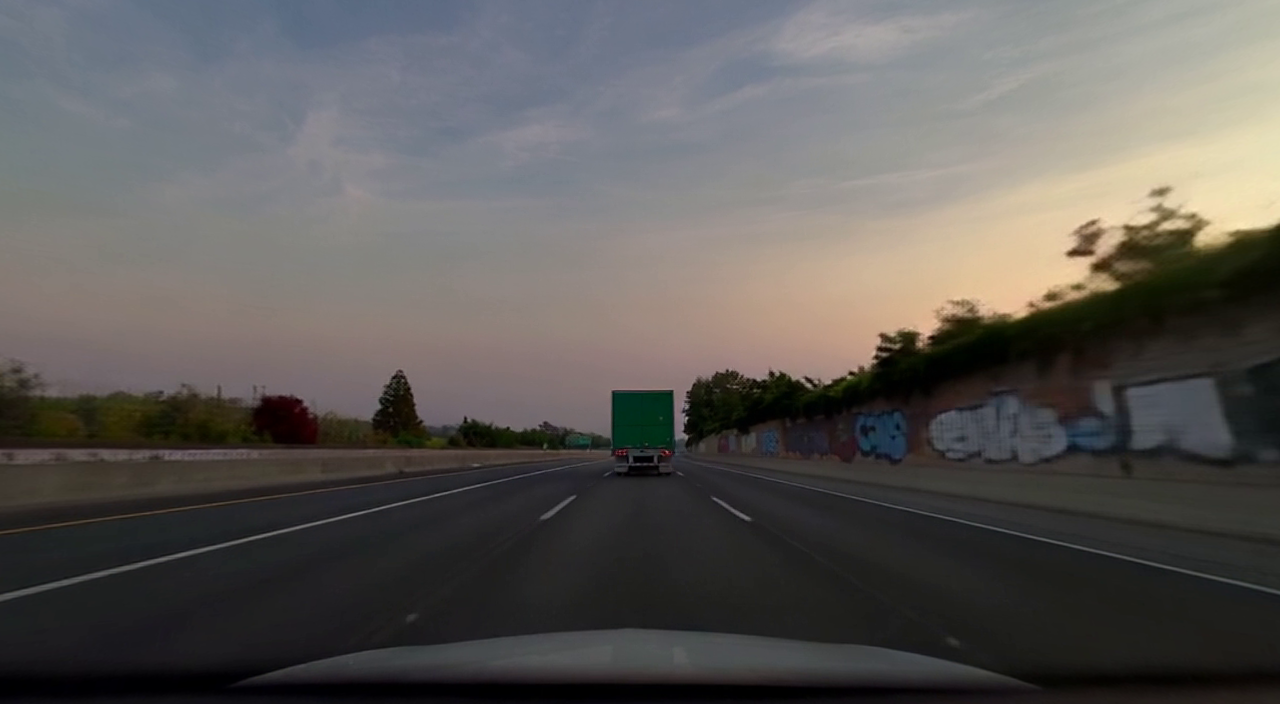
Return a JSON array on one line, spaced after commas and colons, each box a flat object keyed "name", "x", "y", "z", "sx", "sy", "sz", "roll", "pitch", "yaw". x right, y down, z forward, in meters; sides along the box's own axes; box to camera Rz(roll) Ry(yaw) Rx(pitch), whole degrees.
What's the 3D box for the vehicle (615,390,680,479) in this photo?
[{"name": "vehicle", "x": 0.207, "y": 4.502, "z": 33.423, "sx": 2.900, "sy": 3.955, "sz": 10.151, "roll": 0, "pitch": -9, "yaw": -1}]
